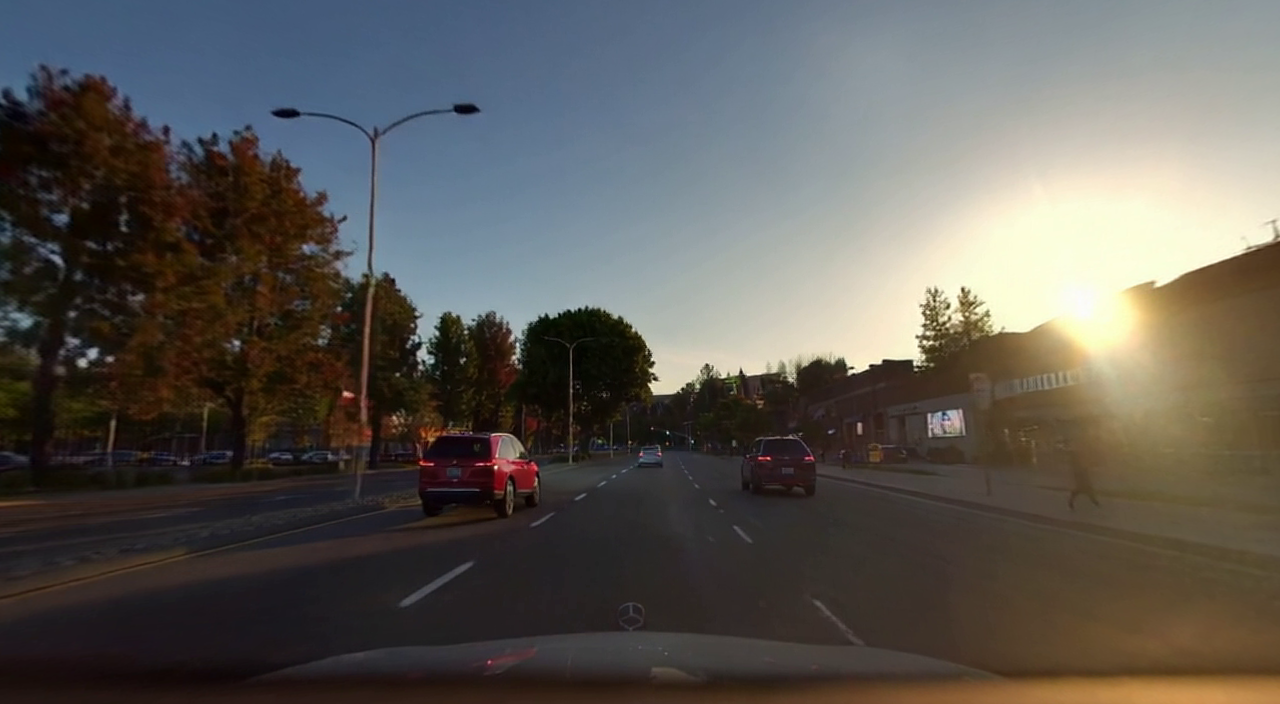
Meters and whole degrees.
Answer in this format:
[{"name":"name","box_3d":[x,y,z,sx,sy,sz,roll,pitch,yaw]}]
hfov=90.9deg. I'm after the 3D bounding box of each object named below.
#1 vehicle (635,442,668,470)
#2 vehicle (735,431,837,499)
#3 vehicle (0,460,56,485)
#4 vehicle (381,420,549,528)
[{"name":"vehicle","box_3d":[0.761,6.737,40.949,2.067,1.702,3.987,0,-8,2]},{"name":"vehicle","box_3d":[4.201,3.313,18.919,2.083,1.779,4.347,0,-8,1]},{"name":"vehicle","box_3d":[-42.702,8.160,42.885,3.983,1.567,1.860,0,-8,2]},{"name":"vehicle","box_3d":[-3.307,2.405,13.006,2.047,1.810,4.414,0,-8,2]}]
